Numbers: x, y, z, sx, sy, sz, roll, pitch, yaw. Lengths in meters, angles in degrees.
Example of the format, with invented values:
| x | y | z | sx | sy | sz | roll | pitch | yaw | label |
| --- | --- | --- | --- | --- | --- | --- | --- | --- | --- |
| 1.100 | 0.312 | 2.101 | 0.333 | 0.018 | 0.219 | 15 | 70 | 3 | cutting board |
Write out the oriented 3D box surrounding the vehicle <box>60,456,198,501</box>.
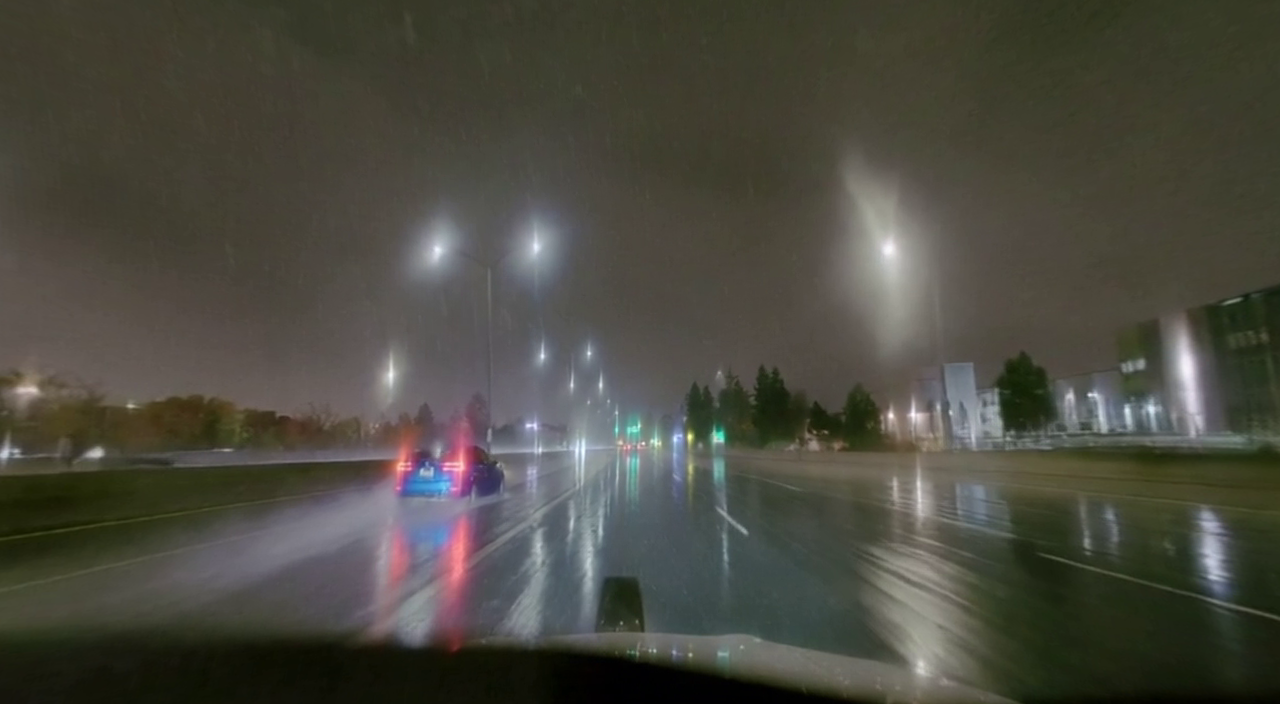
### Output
| x | y | z | sx | sy | sz | roll | pitch | yaw | label |
| --- | --- | --- | --- | --- | --- | --- | --- | --- | --- |
| -21.230 | 5.225 | 26.552 | 1.858 | 1.615 | 4.735 | -1 | -9 | 0 | vehicle |

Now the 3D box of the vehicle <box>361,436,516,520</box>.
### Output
| x | y | z | sx | sy | sz | roll | pitch | yaw | label |
| --- | --- | --- | --- | --- | --- | --- | --- | --- | --- |
| -4.101 | 2.636 | 13.757 | 1.900 | 1.492 | 4.495 | -1 | -9 | 0 | vehicle |
